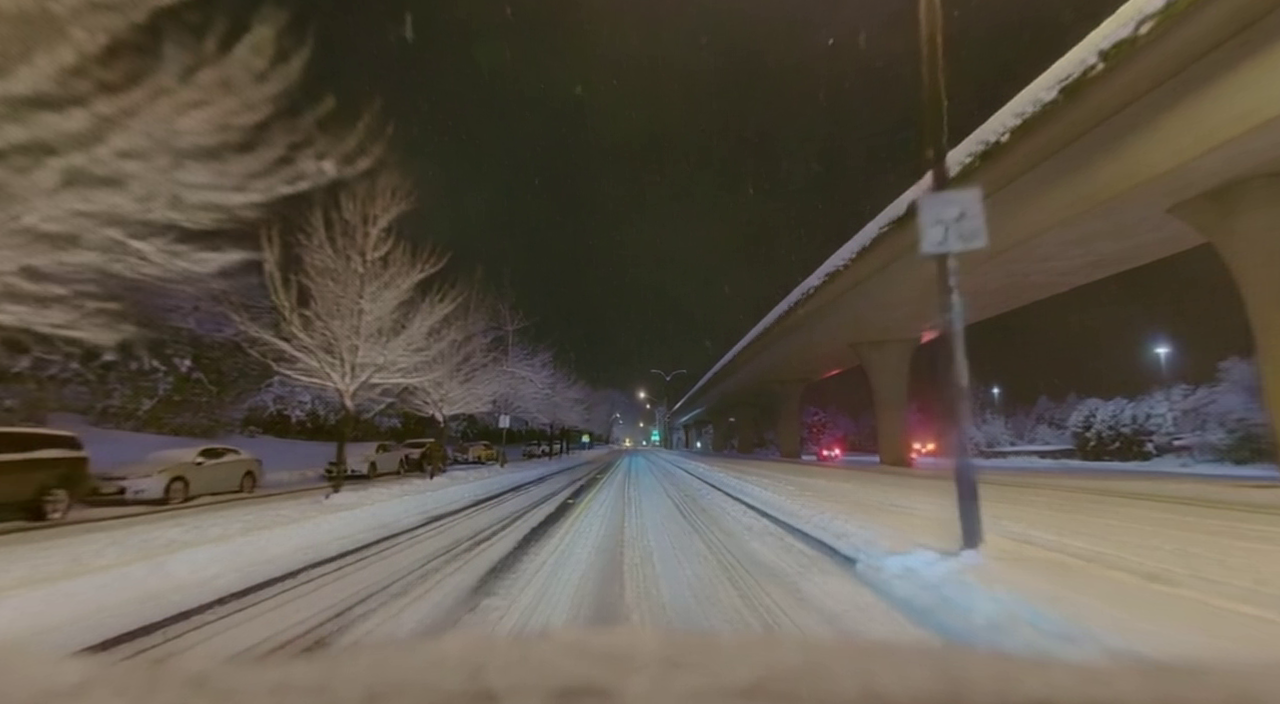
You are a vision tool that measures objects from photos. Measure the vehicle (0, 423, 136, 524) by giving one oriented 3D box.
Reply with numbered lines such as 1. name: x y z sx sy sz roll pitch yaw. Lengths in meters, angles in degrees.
1. vehicle: -12.811 2.229 11.767 2.064 1.809 5.545 2 -8 2

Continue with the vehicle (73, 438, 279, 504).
1. vehicle: -12.855 3.278 18.078 2.074 1.529 5.079 2 -8 -1

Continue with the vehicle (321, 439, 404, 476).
1. vehicle: -12.889 4.902 29.721 1.907 1.553 4.683 0 -8 -2

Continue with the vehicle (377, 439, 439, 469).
1. vehicle: -13.134 5.786 36.081 1.961 1.576 4.131 0 -8 0
